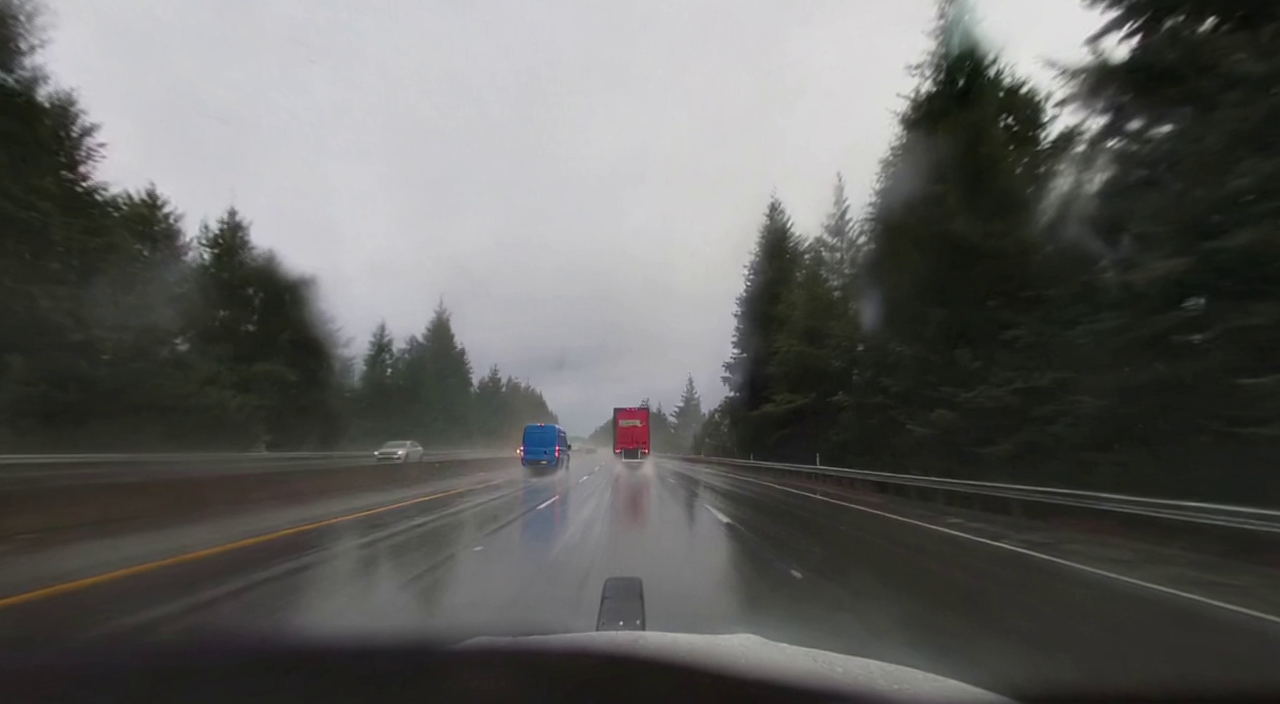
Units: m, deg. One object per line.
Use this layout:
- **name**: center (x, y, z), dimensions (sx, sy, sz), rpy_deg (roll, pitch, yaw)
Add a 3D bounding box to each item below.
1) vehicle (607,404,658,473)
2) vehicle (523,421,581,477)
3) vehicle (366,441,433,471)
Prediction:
- **vehicle**: center (-0.516, 5.917, 42.475), dimensions (2.995, 4.036, 10.311), rpy_deg (0, -9, -1)
- **vehicle**: center (-4.664, 5.332, 34.607), dimensions (2.357, 2.786, 6.144), rpy_deg (0, -9, -1)
- **vehicle**: center (-12.913, 5.598, 34.134), dimensions (1.836, 1.484, 4.541), rpy_deg (0, -9, 0)
